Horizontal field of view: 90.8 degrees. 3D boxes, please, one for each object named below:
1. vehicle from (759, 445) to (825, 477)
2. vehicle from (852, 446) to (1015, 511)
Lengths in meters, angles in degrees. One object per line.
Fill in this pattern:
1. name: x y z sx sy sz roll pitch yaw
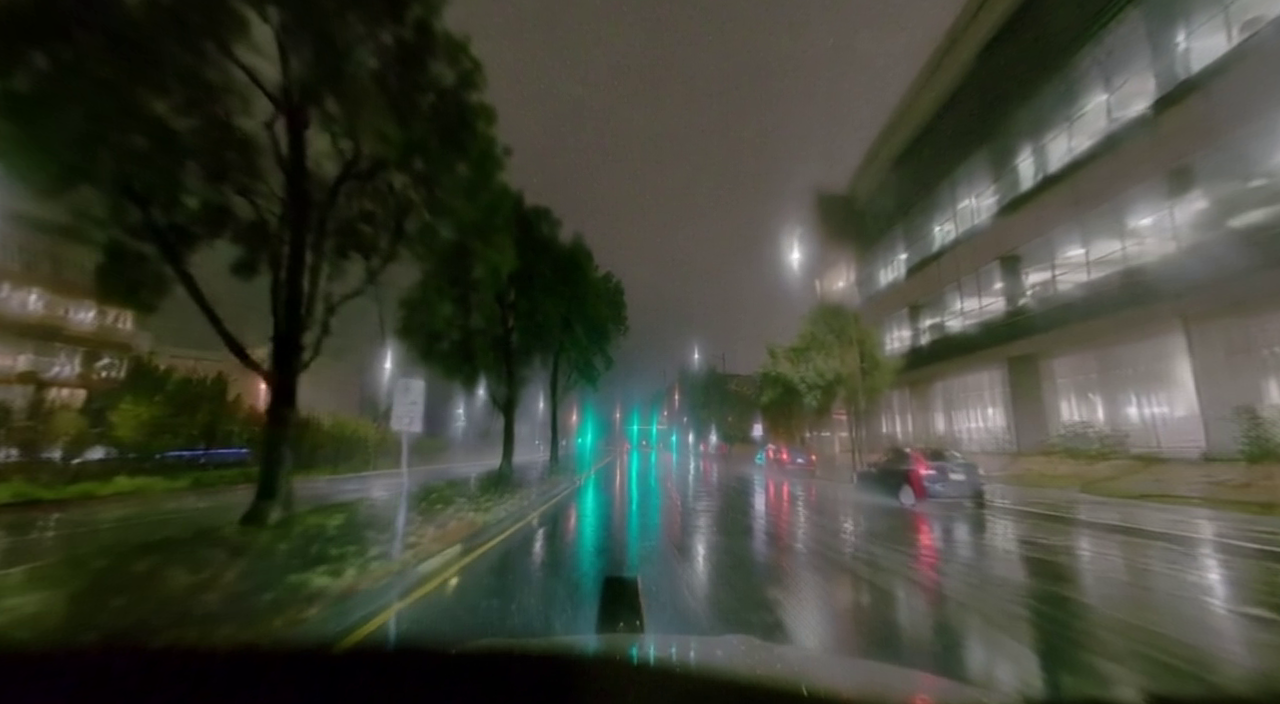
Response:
1. vehicle: 7.390 5.331 31.163 2.024 1.447 4.665 0 -9 -1
2. vehicle: 7.424 3.204 16.639 1.991 1.446 4.685 0 -8 -1
